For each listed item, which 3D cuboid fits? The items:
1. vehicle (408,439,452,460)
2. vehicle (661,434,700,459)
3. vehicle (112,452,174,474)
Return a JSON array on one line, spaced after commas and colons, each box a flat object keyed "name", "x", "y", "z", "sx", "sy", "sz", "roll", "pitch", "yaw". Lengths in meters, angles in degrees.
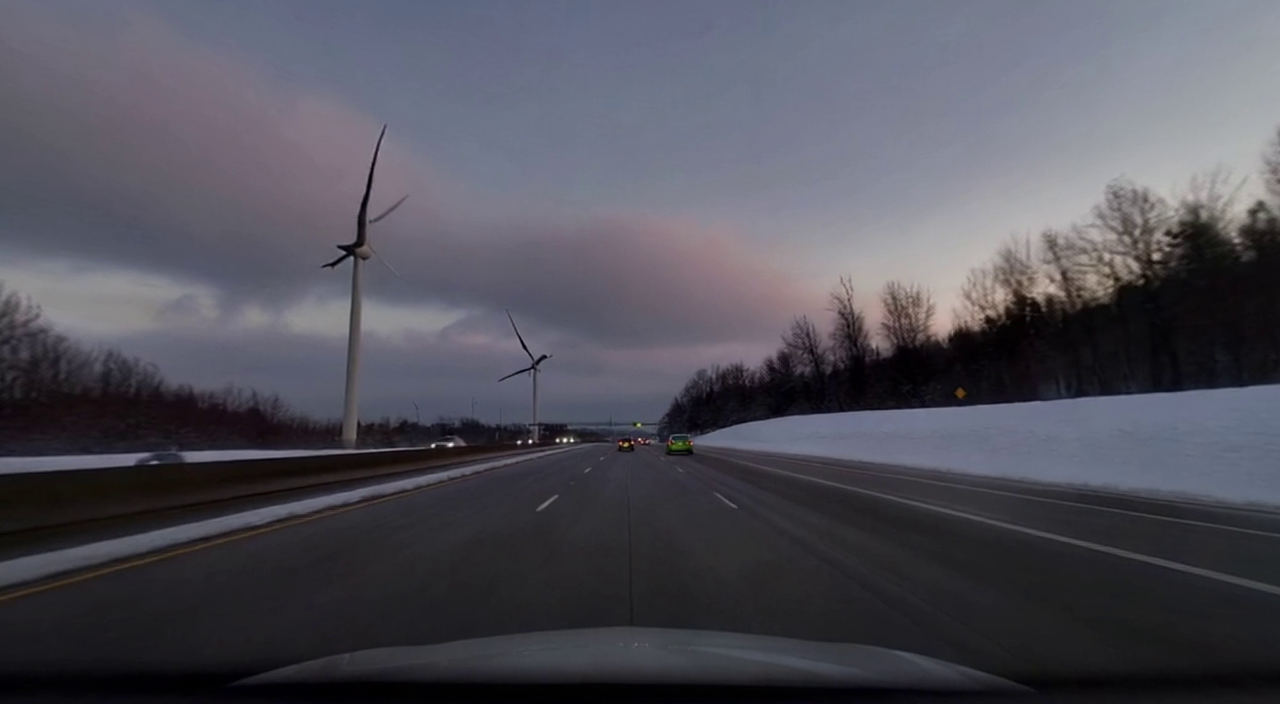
[{"name": "vehicle", "x": -16.466, "y": 7.644, "z": 49.615, "sx": 1.904, "sy": 1.539, "sz": 4.683, "roll": 0, "pitch": -8, "yaw": -1}, {"name": "vehicle", "x": 2.531, "y": 6.058, "z": 40.443, "sx": 2.041, "sy": 1.551, "sz": 3.974, "roll": 1, "pitch": -8, "yaw": -3}, {"name": "vehicle", "x": -38.978, "y": 8.684, "z": 49.417, "sx": 1.809, "sy": 1.498, "sz": 4.358, "roll": 1, "pitch": -8, "yaw": -9}]
